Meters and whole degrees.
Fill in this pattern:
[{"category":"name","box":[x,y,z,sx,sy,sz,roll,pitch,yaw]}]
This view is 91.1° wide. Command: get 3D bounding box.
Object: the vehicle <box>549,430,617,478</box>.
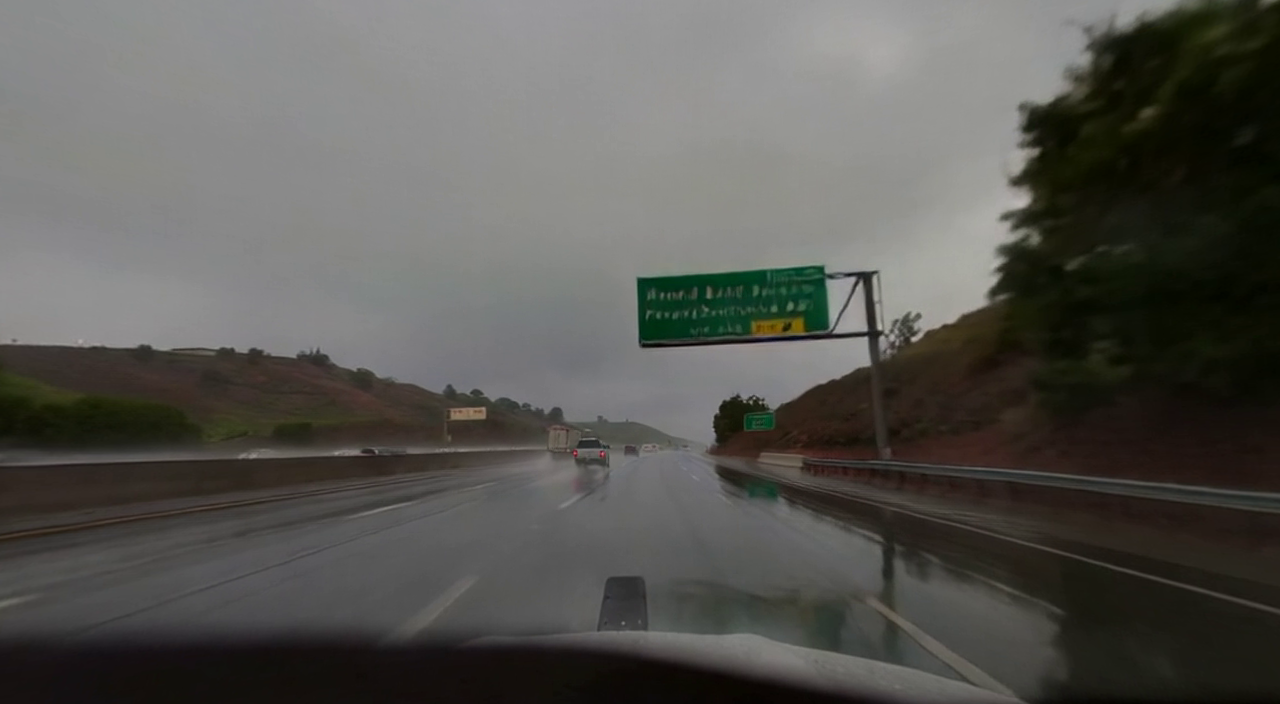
[{"category":"vehicle","box":[-2.429,4.557,28.294,2.413,1.896,5.218,-1,-8,2]}]
